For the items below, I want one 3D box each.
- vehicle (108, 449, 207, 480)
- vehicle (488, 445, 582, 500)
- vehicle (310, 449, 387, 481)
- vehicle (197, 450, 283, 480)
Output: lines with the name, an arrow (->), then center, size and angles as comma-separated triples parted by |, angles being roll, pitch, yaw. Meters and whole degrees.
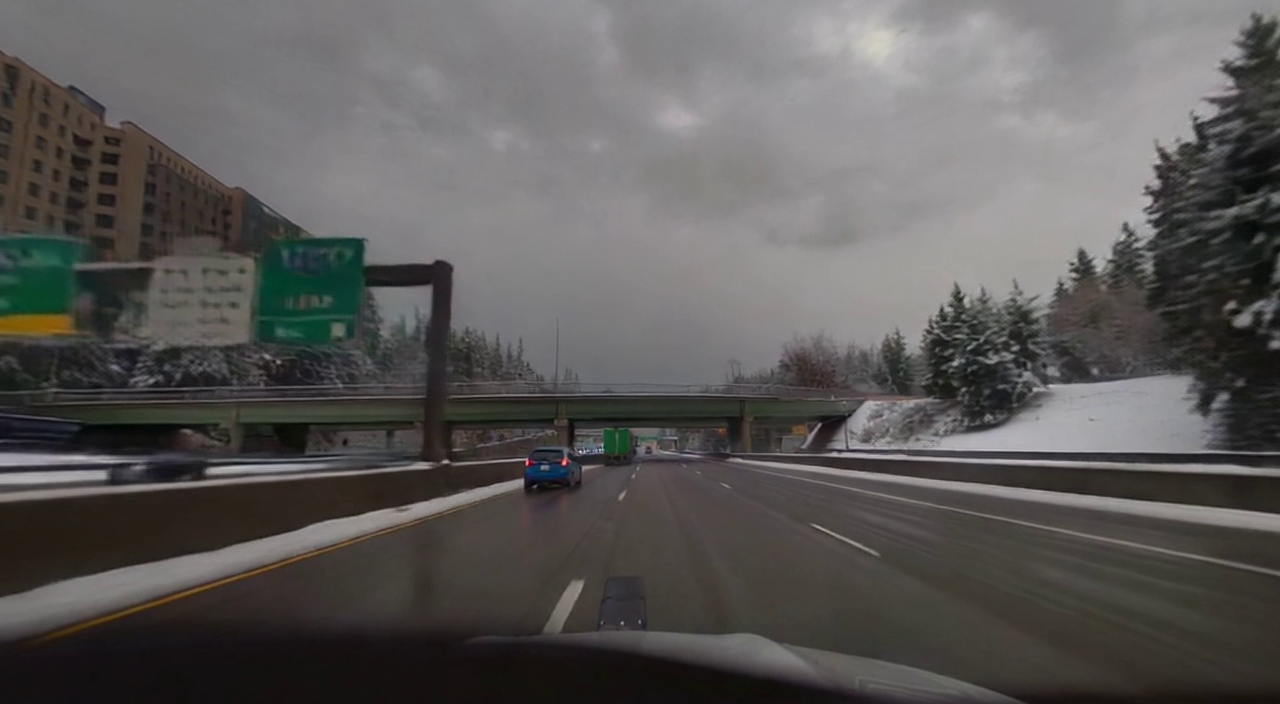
vehicle -> -26.830, 6.256, 35.264 | 1.931, 1.613, 4.469 | 0, -9, 1
vehicle -> -3.075, 3.670, 19.502 | 2.039, 1.478, 4.483 | 0, -9, 1
vehicle -> -14.884, 5.768, 32.420 | 1.843, 1.493, 4.235 | 0, -9, 2
vehicle -> -22.440, 6.331, 35.574 | 1.885, 1.569, 4.409 | 0, -9, 1
